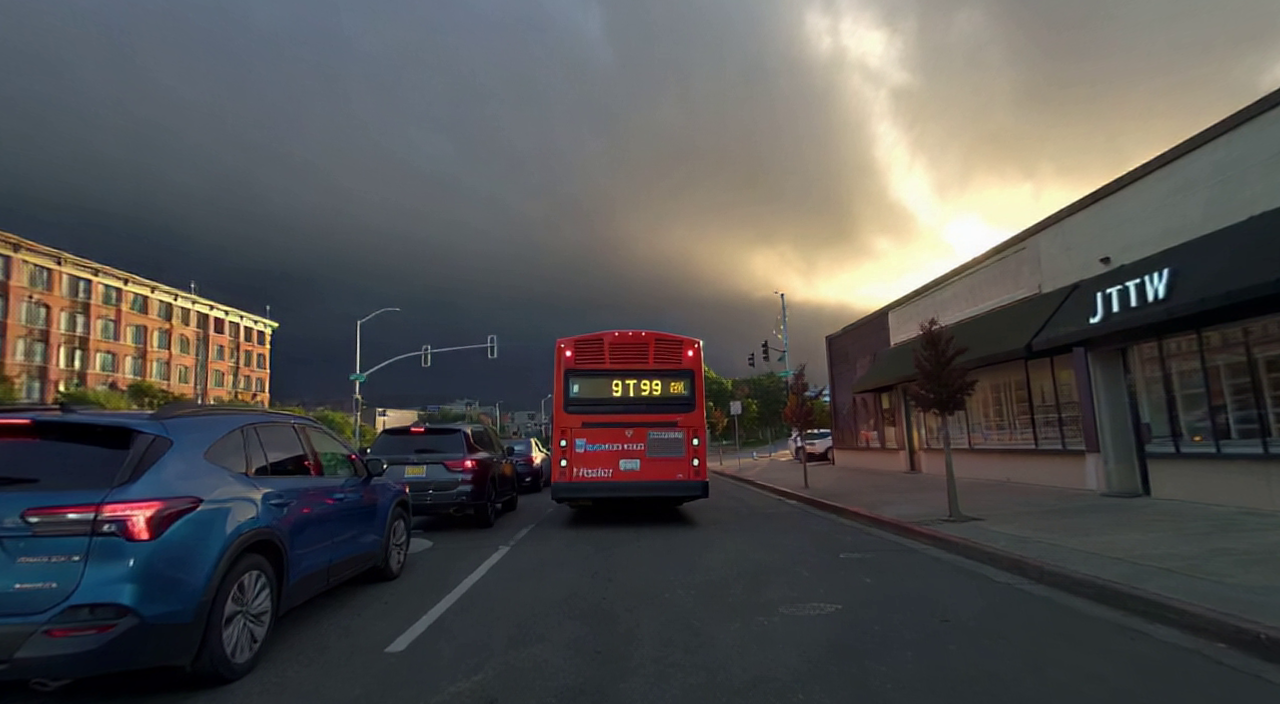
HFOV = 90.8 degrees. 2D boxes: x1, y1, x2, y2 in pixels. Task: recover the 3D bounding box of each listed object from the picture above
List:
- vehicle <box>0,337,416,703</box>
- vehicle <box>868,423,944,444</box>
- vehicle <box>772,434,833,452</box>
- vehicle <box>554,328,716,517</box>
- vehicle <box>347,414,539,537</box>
[{"bbox_3d":[-3.217,1.090,3.963,2.020,1.725,4.384,0,-8,0],"label":"vehicle"},{"bbox_3d":[19.832,6.111,47.191,4.827,1.555,1.863,1,-9,-6],"label":"vehicle"},{"bbox_3d":[11.964,6.737,46.649,3.949,1.337,1.738,0,-9,-2],"label":"vehicle"},{"bbox_3d":[-0.295,2.003,16.640,2.938,3.468,9.972,0,-9,-2],"label":"vehicle"},{"bbox_3d":[-3.345,2.210,11.893,2.096,1.828,4.669,0,-8,0],"label":"vehicle"}]
